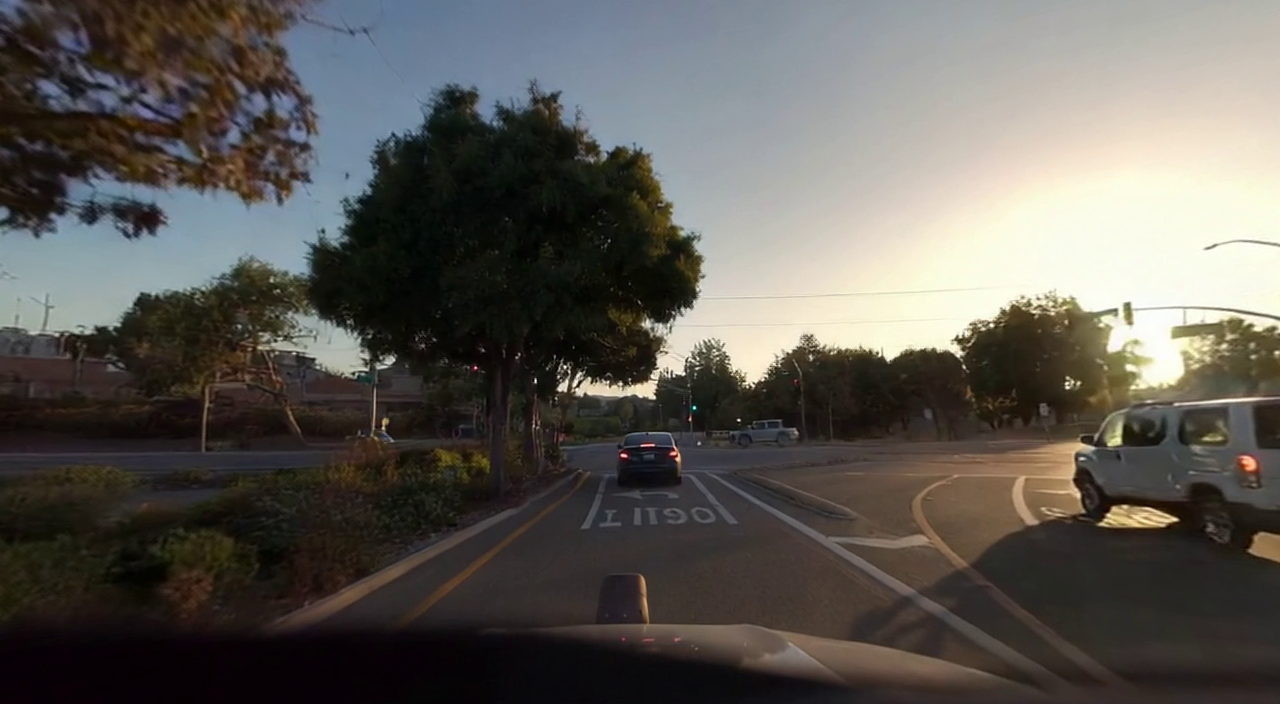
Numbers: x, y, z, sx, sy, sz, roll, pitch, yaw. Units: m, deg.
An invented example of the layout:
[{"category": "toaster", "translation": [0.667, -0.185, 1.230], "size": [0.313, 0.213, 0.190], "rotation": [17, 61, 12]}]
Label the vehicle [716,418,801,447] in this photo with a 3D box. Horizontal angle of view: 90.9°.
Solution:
[{"category": "vehicle", "translation": [9.111, 6.296, 48.996], "size": [6.261, 2.166, 1.947], "rotation": [-1, -8, 4]}]

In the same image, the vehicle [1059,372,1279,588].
[{"category": "vehicle", "translation": [7.197, 1.414, 7.672], "size": [2.084, 1.870, 5.068], "rotation": [-3, -9, 18]}]

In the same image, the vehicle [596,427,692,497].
[{"category": "vehicle", "translation": [0.101, 2.682, 15.769], "size": [2.056, 1.473, 4.380], "rotation": [0, -8, 0]}]

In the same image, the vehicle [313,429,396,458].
[{"category": "vehicle", "translation": [-17.522, 5.619, 38.796], "size": [4.200, 1.639, 1.844], "rotation": [-1, -8, 1]}]
